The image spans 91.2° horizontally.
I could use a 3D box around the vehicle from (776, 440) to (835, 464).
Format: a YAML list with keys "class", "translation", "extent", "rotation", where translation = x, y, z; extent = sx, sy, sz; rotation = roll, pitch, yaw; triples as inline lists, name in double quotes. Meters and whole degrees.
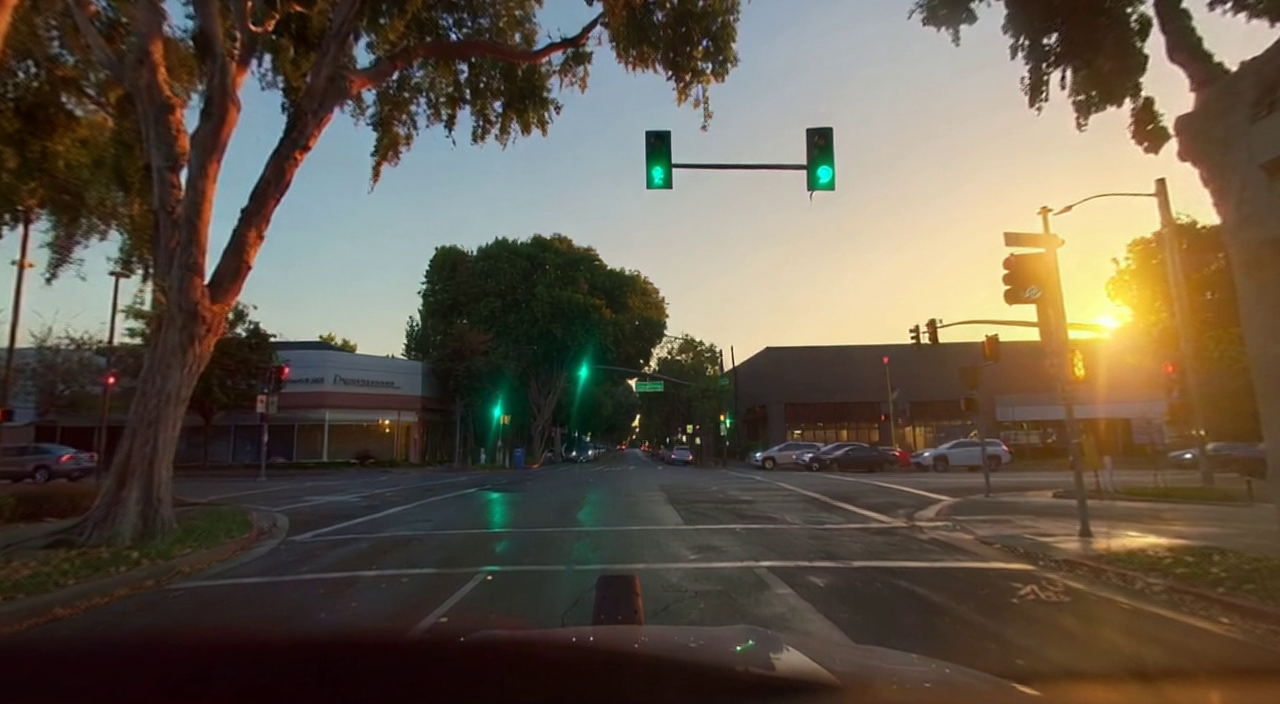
- class: "vehicle"
  translation: [11.107, 6.700, 41.932]
  extent: [1.955, 1.508, 4.295]
  rotation: [-8, -12, 42]

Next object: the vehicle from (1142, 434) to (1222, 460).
- class: "vehicle"
  translation: [31.456, 5.528, 36.476]
  extent: [1.612, 1.402, 3.320]
  rotation: [-1, -8, 0]

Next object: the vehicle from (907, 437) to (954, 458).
- class: "vehicle"
  translation: [21.822, 7.201, 47.225]
  extent: [1.923, 1.463, 3.758]
  rotation: [-1, -9, 3]

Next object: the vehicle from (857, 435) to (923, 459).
- class: "vehicle"
  translation: [16.924, 6.435, 42.357]
  extent: [4.522, 1.546, 1.941]
  rotation: [6, -11, -35]

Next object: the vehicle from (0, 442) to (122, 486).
- class: "vehicle"
  translation: [-22.833, 4.256, 23.911]
  extent: [4.362, 1.593, 1.936]
  rotation: [-1, -9, 2]

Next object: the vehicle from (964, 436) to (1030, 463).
- class: "vehicle"
  translation: [20.944, 5.702, 36.883]
  extent: [1.851, 1.388, 3.475]
  rotation: [0, -6, 0]
